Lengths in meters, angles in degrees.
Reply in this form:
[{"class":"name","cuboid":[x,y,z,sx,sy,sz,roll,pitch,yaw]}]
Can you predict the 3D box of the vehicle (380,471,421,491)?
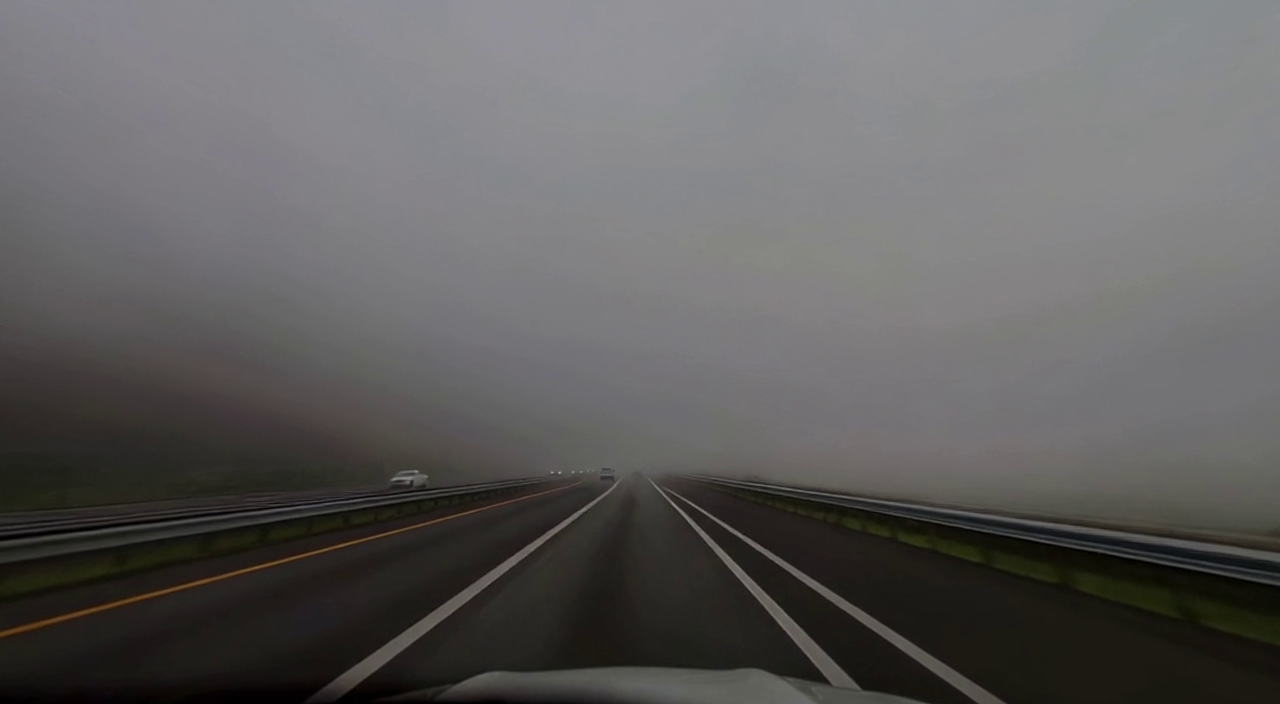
[{"class":"vehicle","cuboid":[-18.228,9.794,48.025,1.726,1.426,3.490,1,-11,0]}]
